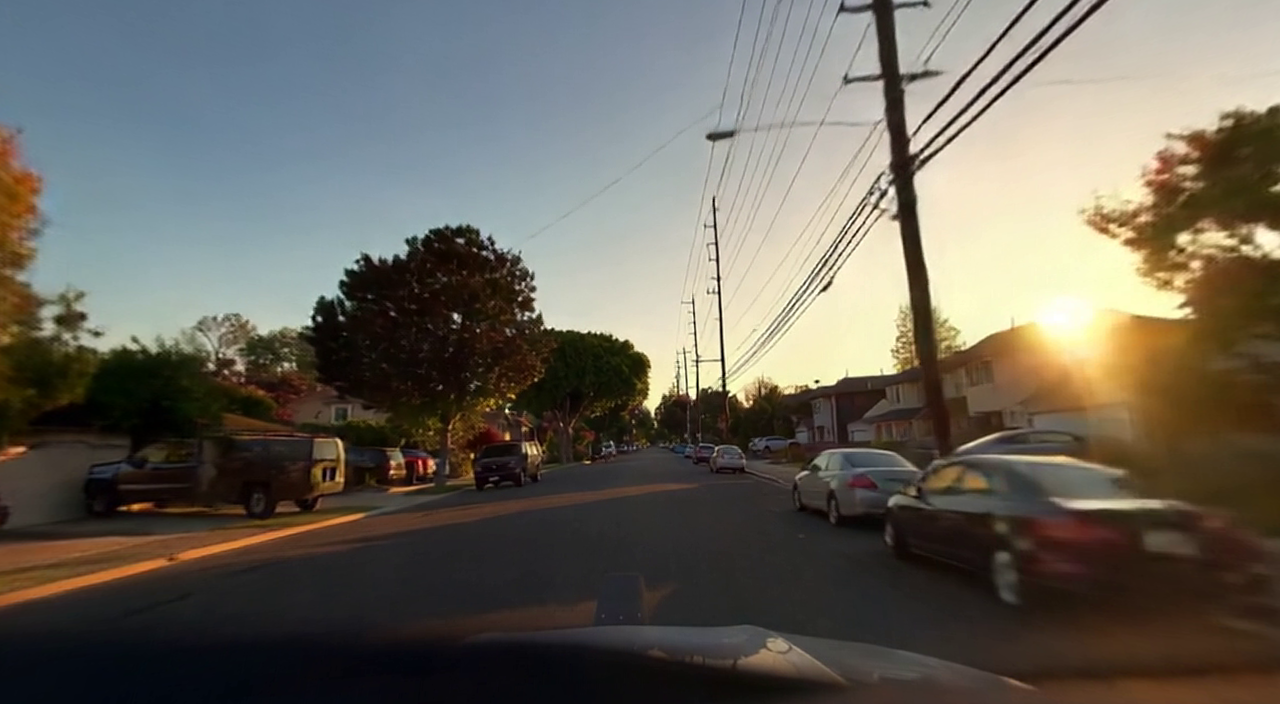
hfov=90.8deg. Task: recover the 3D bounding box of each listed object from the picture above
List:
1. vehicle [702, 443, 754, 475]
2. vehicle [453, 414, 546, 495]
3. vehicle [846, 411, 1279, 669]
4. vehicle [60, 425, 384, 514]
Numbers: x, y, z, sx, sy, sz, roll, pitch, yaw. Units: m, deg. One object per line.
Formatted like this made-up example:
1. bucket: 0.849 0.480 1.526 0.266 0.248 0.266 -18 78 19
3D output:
1. vehicle: 4.520 5.587 33.180 2.016 1.544 4.645 0 -8 0
2. vehicle: -5.742 4.271 26.699 2.313 2.875 6.057 -4 -8 2
3. vehicle: 3.761 1.487 6.289 1.970 1.530 4.899 0 -8 3
4. vehicle: -10.464 2.977 16.311 6.540 2.079 2.565 0 -8 1
